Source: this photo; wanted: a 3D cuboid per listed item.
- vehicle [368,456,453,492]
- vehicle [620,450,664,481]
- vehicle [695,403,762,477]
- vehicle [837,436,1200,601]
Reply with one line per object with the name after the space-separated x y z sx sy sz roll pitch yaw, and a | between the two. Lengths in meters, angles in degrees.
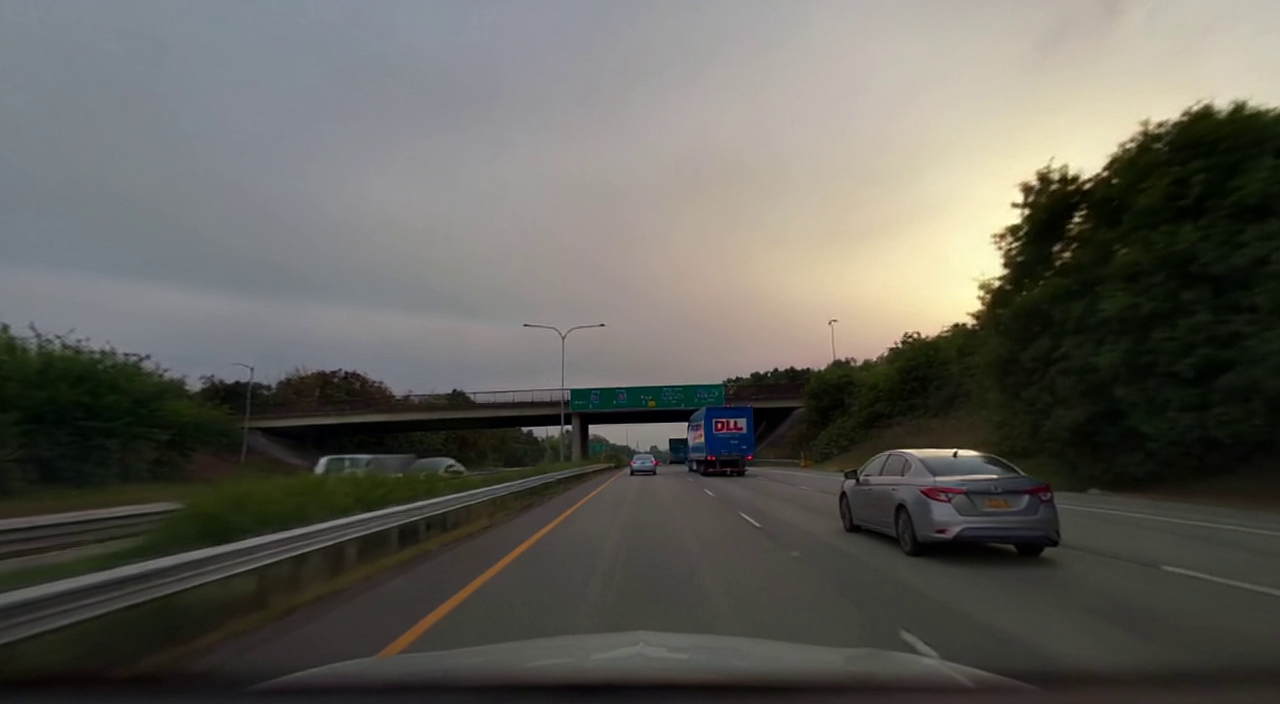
-9.922 5.289 27.629 1.937 1.415 4.356 -1 -9 3 | vehicle
0.086 5.614 31.377 2.055 1.445 3.661 0 -9 0 | vehicle
5.128 5.356 38.023 2.838 3.985 8.010 0 -9 0 | vehicle
4.050 1.818 7.785 1.894 1.452 4.164 0 -9 0 | vehicle
